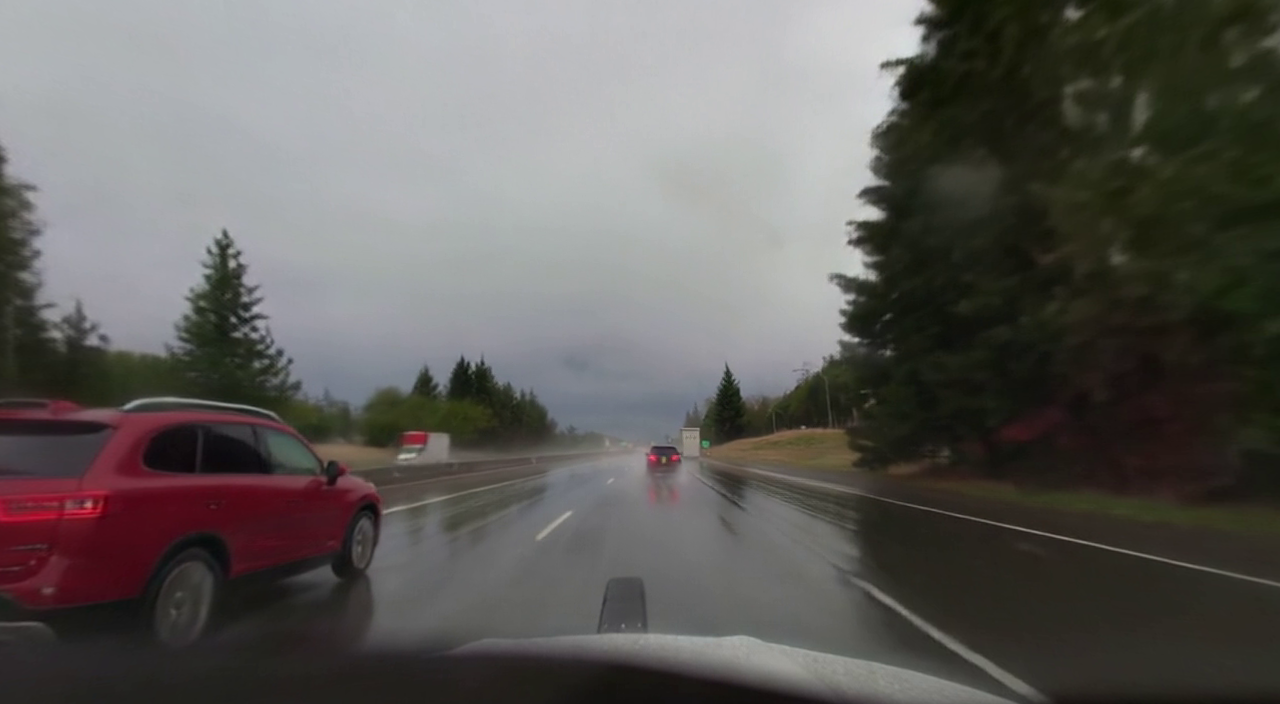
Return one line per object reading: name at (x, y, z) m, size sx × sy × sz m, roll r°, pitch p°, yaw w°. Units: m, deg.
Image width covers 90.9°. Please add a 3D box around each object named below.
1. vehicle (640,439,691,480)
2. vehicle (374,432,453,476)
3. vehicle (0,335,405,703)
vehicle at (1.053, 4.734, 27.957) m, size 2.087 × 1.682 × 4.388 m, roll 0°, pitch -9°, yaw 0°
vehicle at (-15.839, 7.208, 44.704) m, size 2.726 × 2.855 × 6.961 m, roll -1°, pitch -9°, yaw 2°
vehicle at (-3.669, 1.142, 4.471) m, size 2.139 × 1.804 × 4.611 m, roll 0°, pitch -9°, yaw 1°
